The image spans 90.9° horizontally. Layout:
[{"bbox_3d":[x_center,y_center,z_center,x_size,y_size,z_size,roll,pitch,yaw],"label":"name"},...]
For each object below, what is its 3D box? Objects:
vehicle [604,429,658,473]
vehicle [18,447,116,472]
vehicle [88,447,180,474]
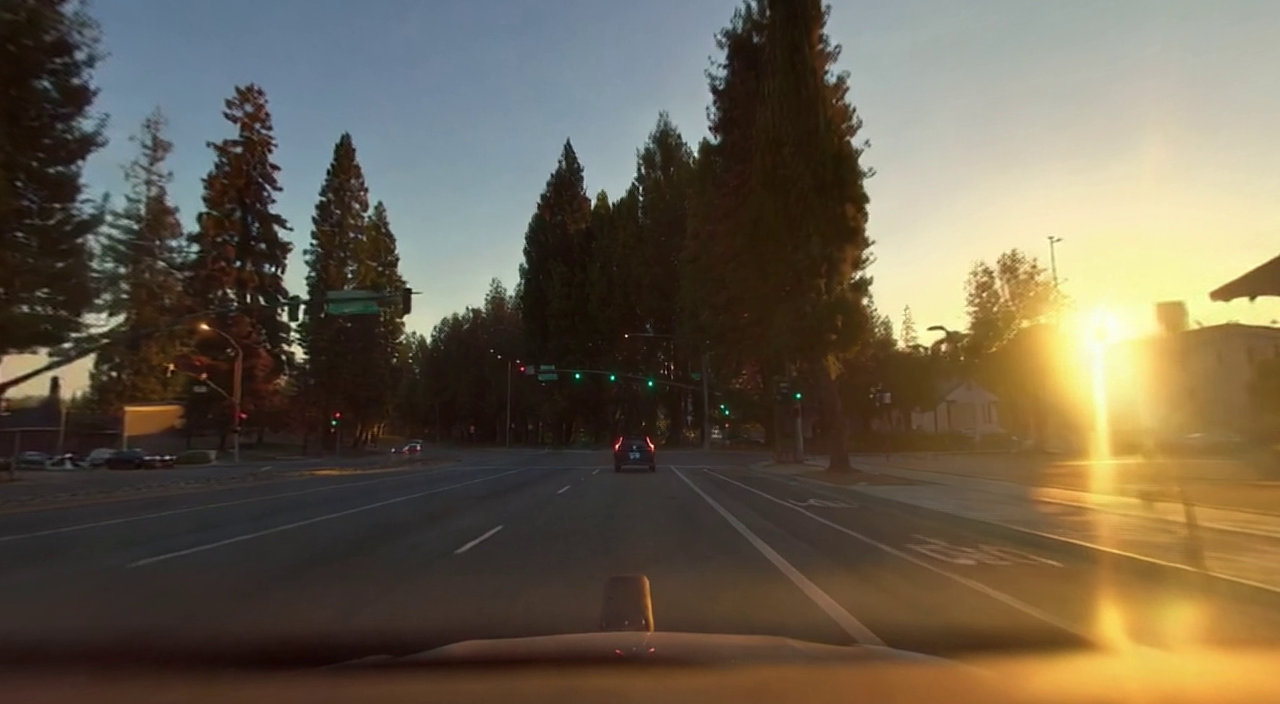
[{"bbox_3d":[-0.382,4.310,27.590,2.169,1.751,4.276,0,-8,-1],"label":"vehicle"},{"bbox_3d":[-39.270,7.359,43.257,4.713,1.693,2.018,0,-8,1],"label":"vehicle"},{"bbox_3d":[-30.592,6.496,38.094,4.504,1.524,2.226,-3,-9,21],"label":"vehicle"}]
